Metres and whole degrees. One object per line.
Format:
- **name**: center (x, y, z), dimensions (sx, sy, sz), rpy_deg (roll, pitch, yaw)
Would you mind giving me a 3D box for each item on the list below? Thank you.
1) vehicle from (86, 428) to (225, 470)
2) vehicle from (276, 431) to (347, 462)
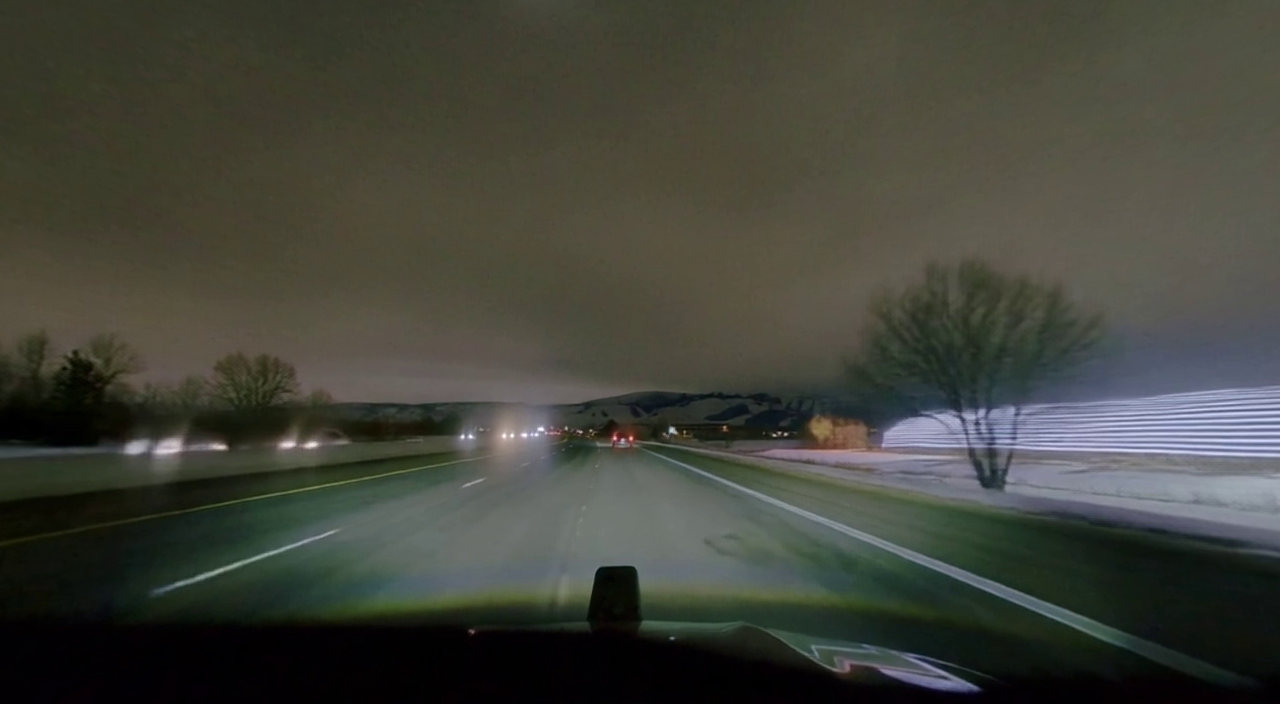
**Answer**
- **vehicle**: center (-19.463, 3.922, 25.613), dimensions (1.957, 1.528, 4.828), rpy_deg (0, -8, -2)
- **vehicle**: center (-16.406, 4.737, 31.571), dimensions (1.689, 1.459, 3.650), rpy_deg (0, -8, -2)
